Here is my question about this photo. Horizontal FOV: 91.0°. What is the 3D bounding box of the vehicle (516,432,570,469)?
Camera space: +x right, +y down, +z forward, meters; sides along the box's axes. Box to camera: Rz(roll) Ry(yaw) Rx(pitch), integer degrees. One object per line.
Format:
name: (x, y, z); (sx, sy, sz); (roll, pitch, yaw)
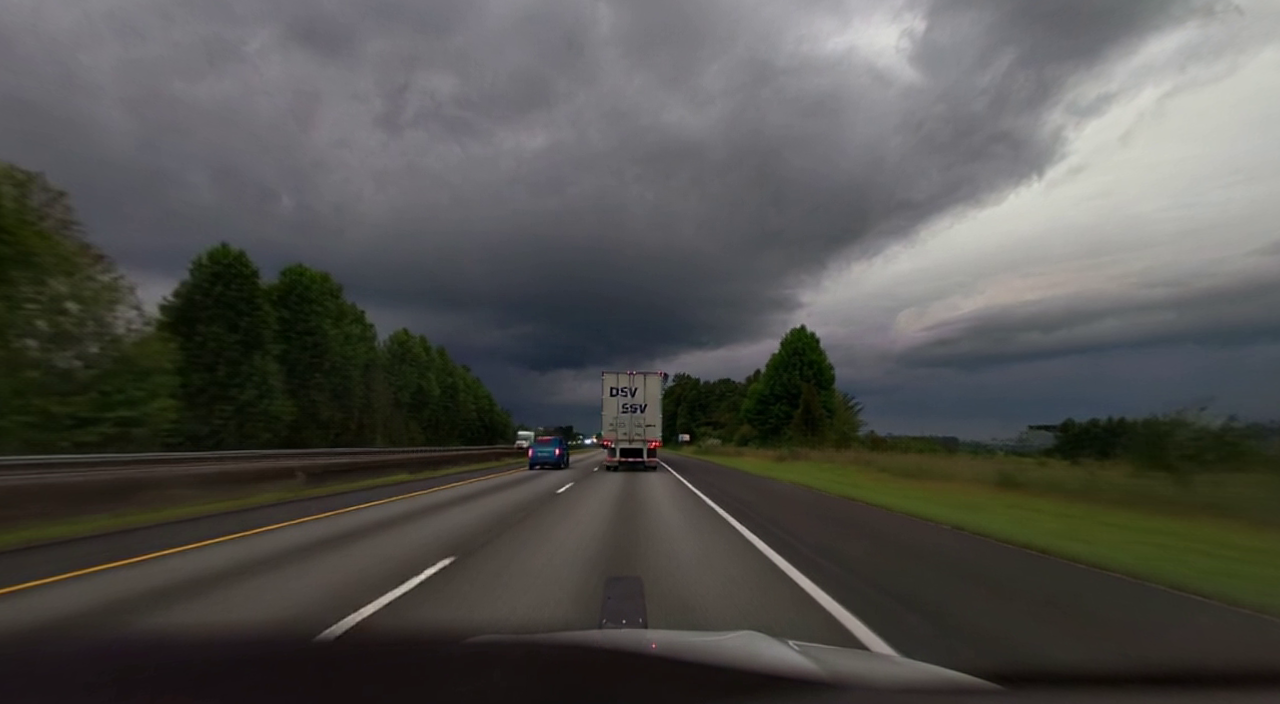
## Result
vehicle: (-4.934, 5.082, 32.778); (2.086, 1.778, 4.544); (0, -8, 0)

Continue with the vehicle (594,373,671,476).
vehicle: (-0.402, 3.530, 29.590); (2.969, 3.957, 10.270); (0, -8, -1)
